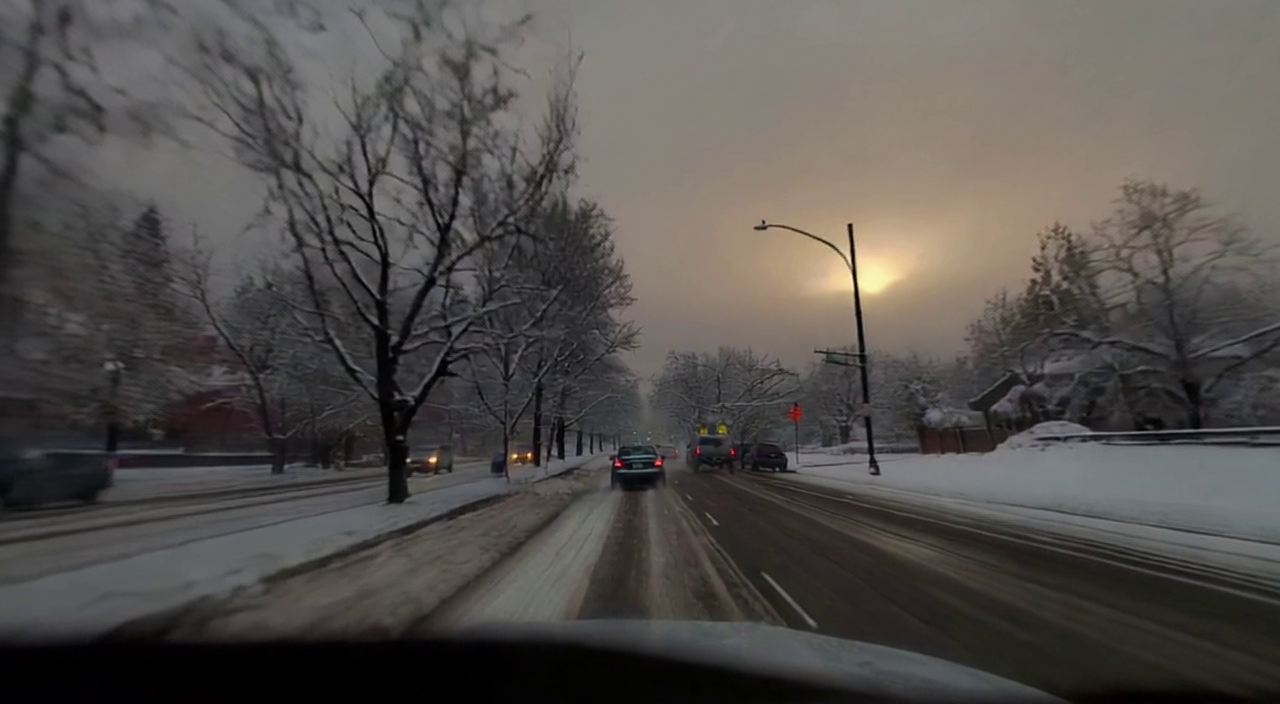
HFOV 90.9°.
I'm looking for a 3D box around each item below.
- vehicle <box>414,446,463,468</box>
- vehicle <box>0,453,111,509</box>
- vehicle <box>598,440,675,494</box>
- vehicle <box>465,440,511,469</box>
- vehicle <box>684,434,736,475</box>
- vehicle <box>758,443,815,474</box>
[{"bbox_3d":[-14.337,7.458,45.060,1.926,1.480,4.337,0,-8,1],"label":"vehicle"},{"bbox_3d":[-18.055,3.634,17.946,1.920,1.426,4.519,0,-8,2],"label":"vehicle"},{"bbox_3d":[-0.072,3.507,19.652,2.140,1.474,4.026,0,-8,1],"label":"vehicle"},{"bbox_3d":[-9.888,6.694,41.402,2.090,1.785,4.692,0,-8,-3],"label":"vehicle"},{"bbox_3d":[3.344,5.023,31.091,2.073,1.822,4.276,0,-8,0],"label":"vehicle"},{"bbox_3d":[7.799,5.687,33.905,1.980,1.497,4.345,0,-8,0],"label":"vehicle"}]
